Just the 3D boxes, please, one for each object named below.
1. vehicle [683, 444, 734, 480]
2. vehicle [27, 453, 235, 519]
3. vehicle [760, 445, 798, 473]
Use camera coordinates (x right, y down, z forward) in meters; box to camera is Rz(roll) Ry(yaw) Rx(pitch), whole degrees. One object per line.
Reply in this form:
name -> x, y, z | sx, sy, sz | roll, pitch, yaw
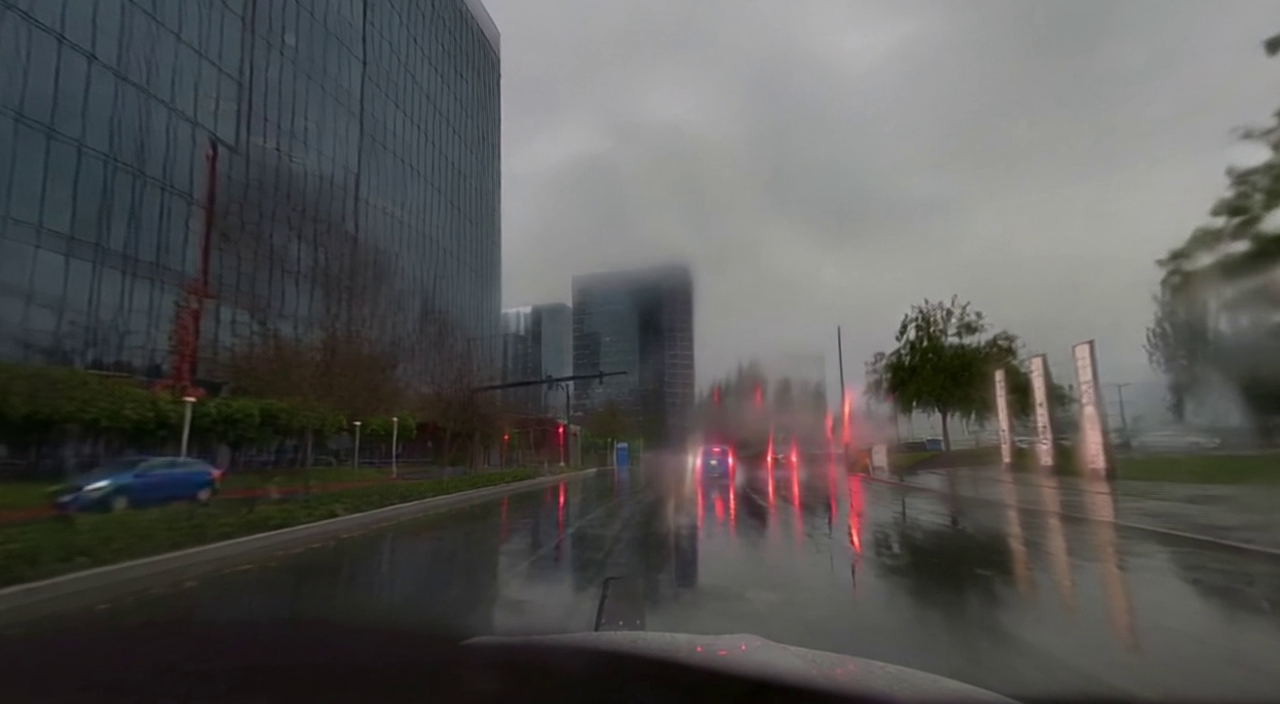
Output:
vehicle -> 3.160, 4.975, 28.607 | 2.127, 1.497, 4.020 | -1, -9, 8
vehicle -> -14.644, 3.822, 18.572 | 1.926, 1.619, 4.649 | -1, -9, 6
vehicle -> 8.005, 6.166, 36.550 | 1.916, 1.492, 3.911 | -2, -9, 9
